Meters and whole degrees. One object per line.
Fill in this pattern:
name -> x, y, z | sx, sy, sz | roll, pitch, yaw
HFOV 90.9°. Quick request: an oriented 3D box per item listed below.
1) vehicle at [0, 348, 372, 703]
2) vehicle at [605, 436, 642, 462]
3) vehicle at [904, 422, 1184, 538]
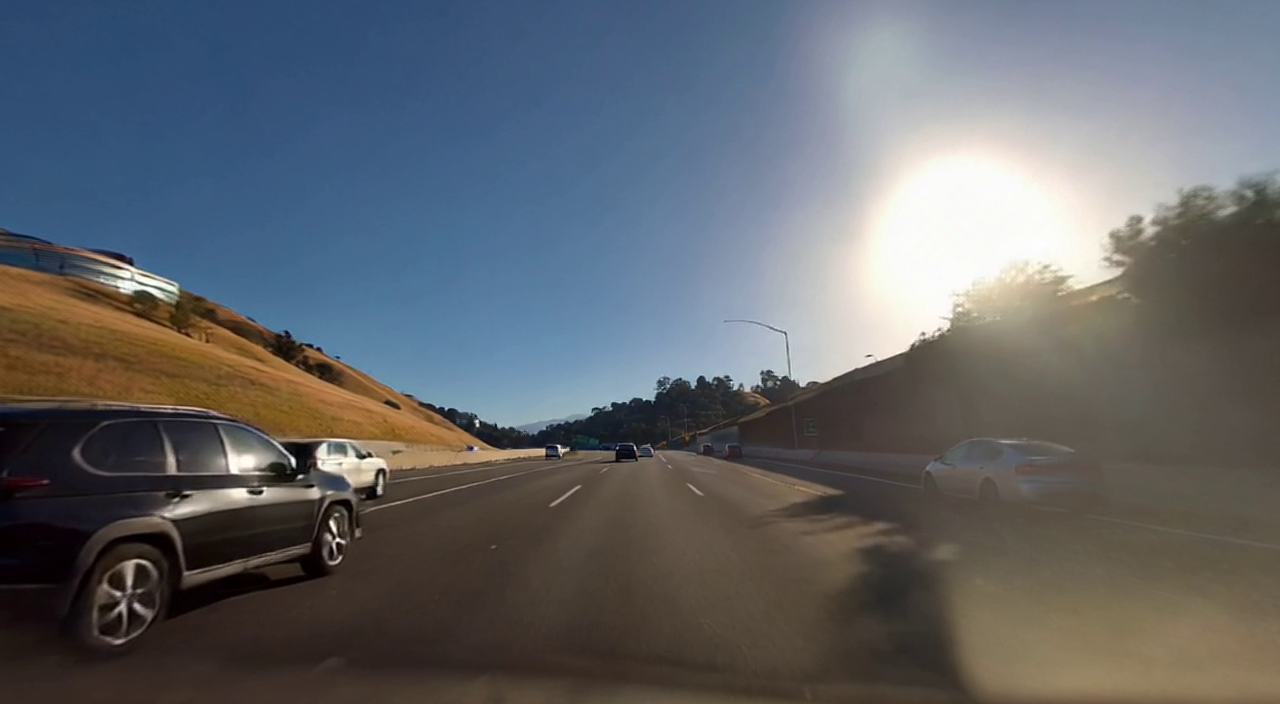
vehicle -> -3.964, 1.028, 3.981 | 2.210, 1.730, 5.133 | -1, -8, 1
vehicle -> -1.148, 7.273, 47.476 | 2.172, 1.824, 5.031 | -1, -8, 6
vehicle -> 6.776, 2.175, 11.397 | 2.122, 1.646, 4.491 | -1, -8, 1
